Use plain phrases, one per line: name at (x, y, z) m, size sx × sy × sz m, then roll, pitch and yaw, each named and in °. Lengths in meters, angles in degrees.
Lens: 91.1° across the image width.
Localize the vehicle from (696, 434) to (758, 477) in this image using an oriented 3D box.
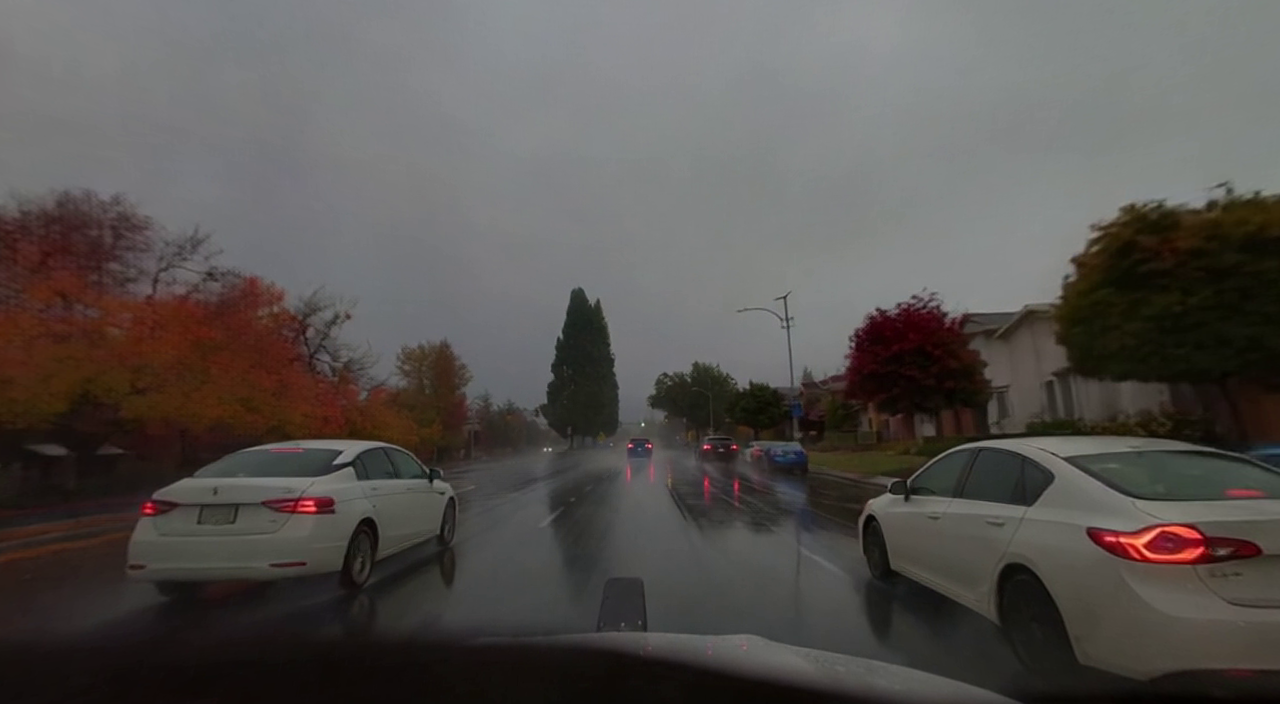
vehicle at (3.622, 4.402, 26.933) m, size 2.019 × 1.675 × 4.488 m, roll 0°, pitch -8°, yaw 0°

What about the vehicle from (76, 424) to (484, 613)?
vehicle at (-3.442, 1.659, 7.325) m, size 1.997 × 1.479 × 4.547 m, roll 0°, pitch -8°, yaw 1°

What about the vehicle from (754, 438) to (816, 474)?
vehicle at (7.078, 5.108, 31.102) m, size 1.933 × 1.647 × 4.487 m, roll 0°, pitch -8°, yaw -1°

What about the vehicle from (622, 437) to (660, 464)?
vehicle at (0.086, 6.289, 40.199) m, size 2.293 × 1.662 × 4.262 m, roll 0°, pitch -8°, yaw 1°

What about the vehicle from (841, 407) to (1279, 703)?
vehicle at (3.304, 1.293, 4.820) m, size 2.060 × 1.474 × 4.475 m, roll 0°, pitch -8°, yaw 0°
